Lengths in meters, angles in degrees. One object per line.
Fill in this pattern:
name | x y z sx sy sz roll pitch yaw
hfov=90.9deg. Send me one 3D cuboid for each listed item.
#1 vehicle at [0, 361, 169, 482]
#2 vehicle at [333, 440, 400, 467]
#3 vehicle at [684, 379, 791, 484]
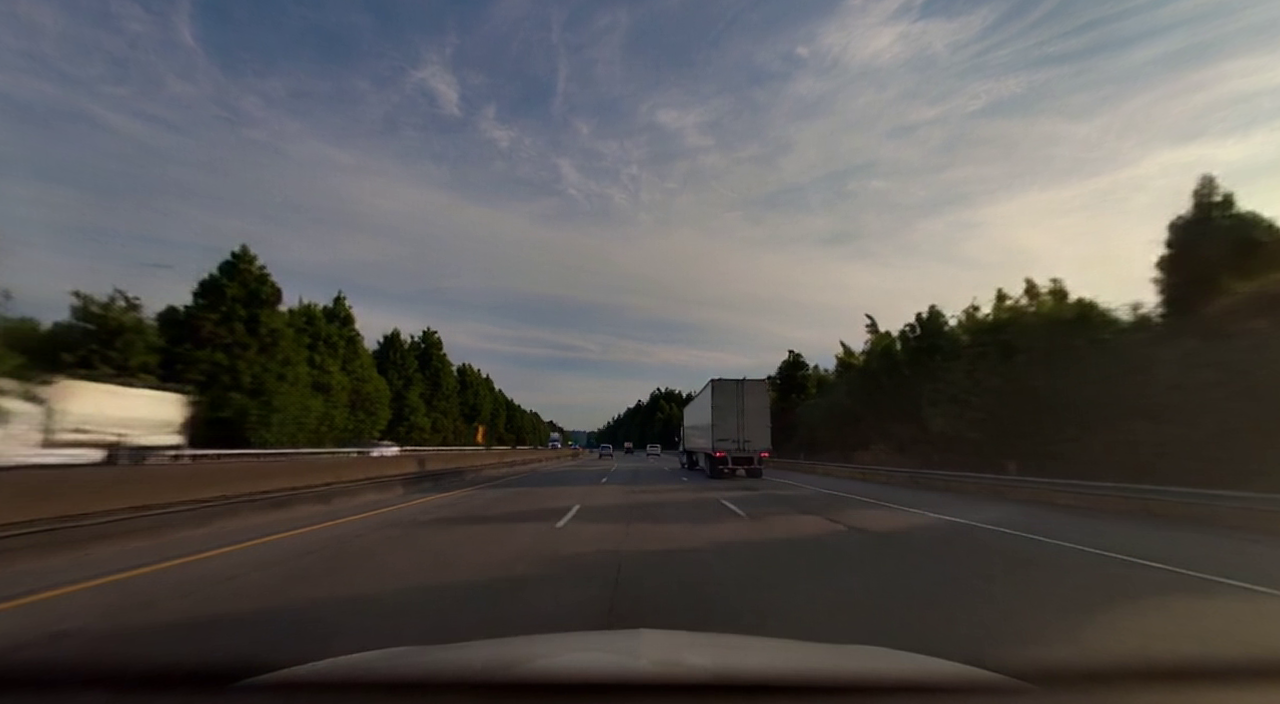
vehicle | -19.392 2.336 20.163 2.679 3.356 7.493 0 -9 0
vehicle | -15.773 5.896 36.616 1.865 1.464 4.619 0 -9 -1
vehicle | 4.193 4.077 30.902 2.950 4.033 13.276 0 -9 -1
